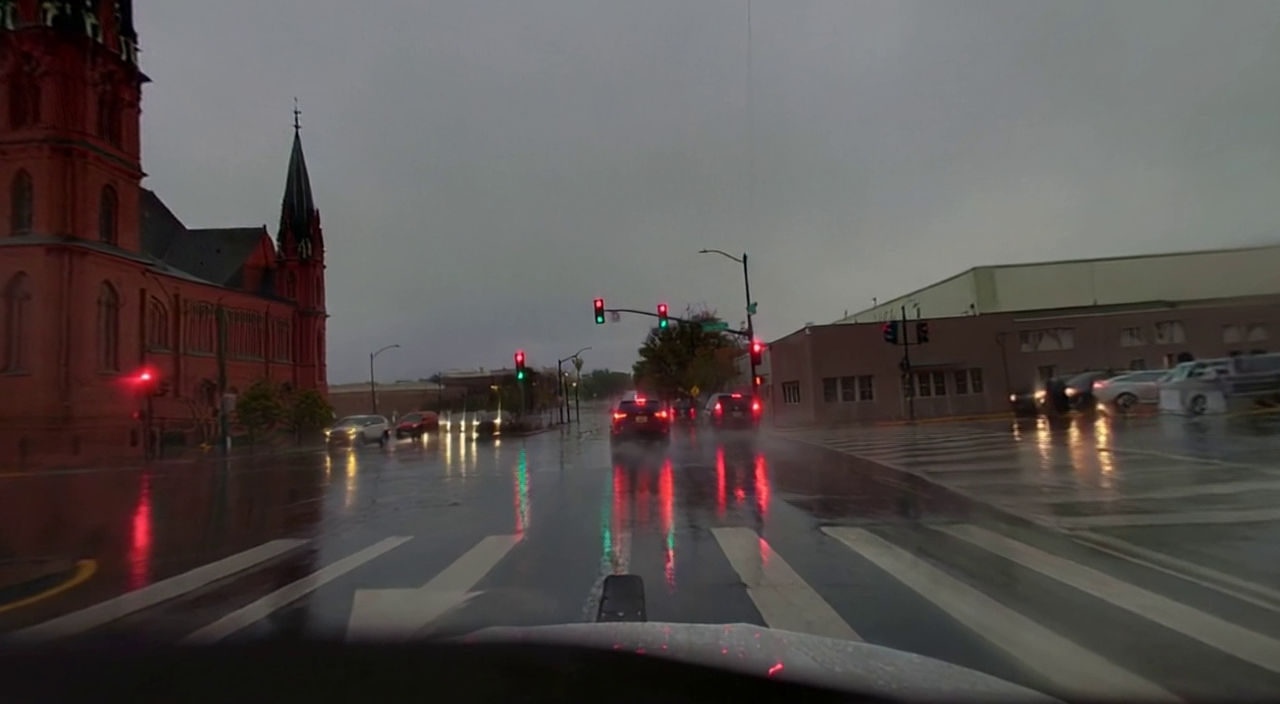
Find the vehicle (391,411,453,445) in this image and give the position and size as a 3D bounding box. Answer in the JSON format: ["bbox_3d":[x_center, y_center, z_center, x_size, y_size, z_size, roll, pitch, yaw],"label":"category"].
[{"bbox_3d":[-12.396,4.389,36.231,2.069,1.790,4.358,1,-8,-1],"label":"vehicle"}]

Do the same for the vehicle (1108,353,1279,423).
[{"bbox_3d":[17.091,1.087,18.828,4.512,1.734,2.143,-4,-7,-2],"label":"vehicle"}]

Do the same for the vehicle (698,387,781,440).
[{"bbox_3d":[3.457,2.255,22.955,2.080,1.735,4.650,0,-6,-3],"label":"vehicle"}]

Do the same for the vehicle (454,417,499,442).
[{"bbox_3d":[-11.991,5.760,46.651,2.170,1.746,4.565,0,-8,-1],"label":"vehicle"}]

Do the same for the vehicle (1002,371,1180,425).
[{"bbox_3d":[15.344,1.588,21.678,4.488,1.475,2.083,-4,-5,-2],"label":"vehicle"}]

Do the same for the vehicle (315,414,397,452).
[{"bbox_3d":[-15.339,4.448,34.526,1.969,1.896,5.404,1,-8,-1],"label":"vehicle"}]

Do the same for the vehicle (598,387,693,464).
[{"bbox_3d":[0.034,1.848,16.611,2.168,1.776,4.135,0,-4,-3],"label":"vehicle"}]
